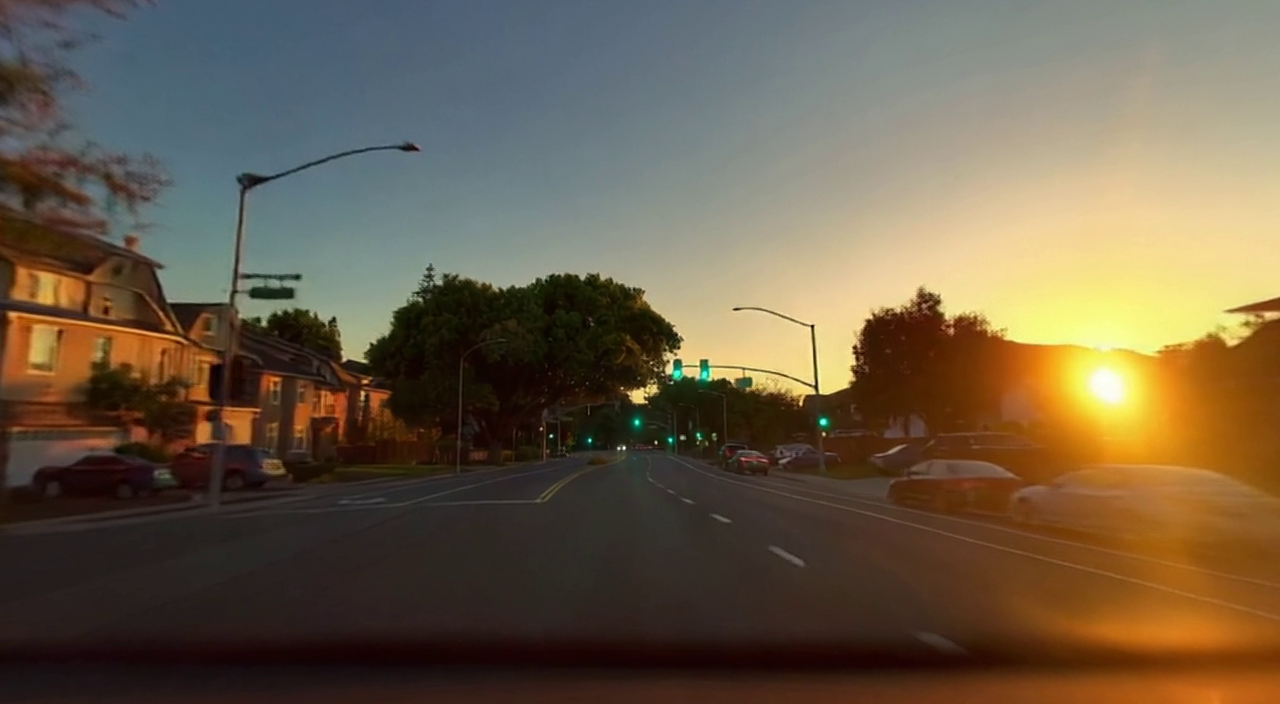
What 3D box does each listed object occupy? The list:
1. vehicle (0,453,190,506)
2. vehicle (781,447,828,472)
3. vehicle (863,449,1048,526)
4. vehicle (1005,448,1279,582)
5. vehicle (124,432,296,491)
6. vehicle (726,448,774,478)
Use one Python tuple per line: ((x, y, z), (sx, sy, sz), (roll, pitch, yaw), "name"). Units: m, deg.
((-17.695, 4.106, 20.545), (4.598, 1.445, 1.973), (-2, -9, 0), "vehicle")
((10.618, 6.977, 41.120), (1.925, 1.490, 4.475), (-1, -9, 1), "vehicle")
((7.570, 3.245, 15.854), (1.934, 1.504, 4.928), (4, -9, -3), "vehicle")
((7.978, 2.252, 9.665), (1.951, 1.528, 4.366), (1, -9, -4), "vehicle")
((-17.766, 4.558, 26.379), (5.096, 2.070, 2.687), (2, -9, 2), "vehicle")
((6.711, 6.794, 39.057), (2.064, 1.498, 4.877), (6, -8, 1), "vehicle")
